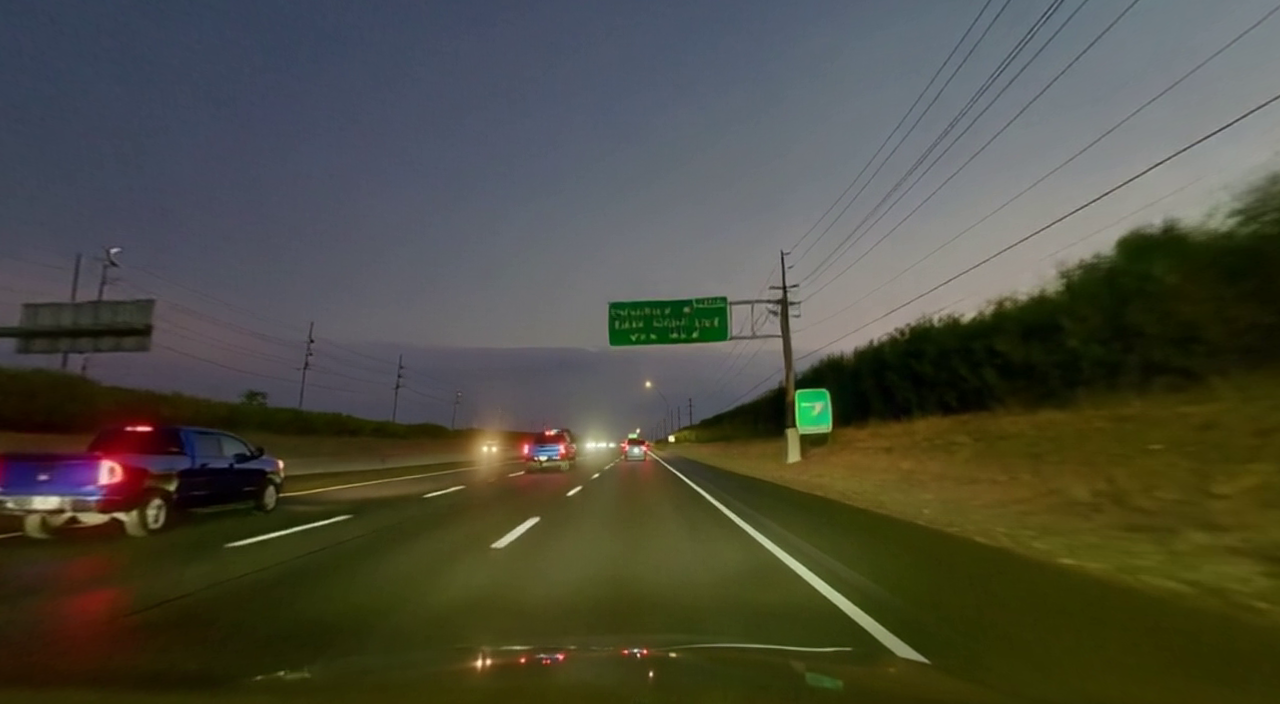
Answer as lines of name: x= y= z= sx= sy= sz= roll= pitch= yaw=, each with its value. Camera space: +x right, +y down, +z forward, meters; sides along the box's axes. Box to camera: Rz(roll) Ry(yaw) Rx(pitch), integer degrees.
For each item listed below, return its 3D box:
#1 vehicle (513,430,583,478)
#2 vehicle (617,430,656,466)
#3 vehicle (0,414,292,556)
vehicle: x=-3.743 y=4.289 z=26.828 sx=2.204 sy=1.812 sz=5.289 roll=0 pitch=-8 yaw=0
vehicle: x=-0.210 y=6.093 z=40.296 sx=2.358 sy=2.144 sz=4.713 roll=0 pitch=-8 yaw=0
vehicle: x=-7.499 y=1.844 z=9.467 sx=2.013 sy=1.609 sz=4.446 roll=0 pitch=-8 yaw=0
